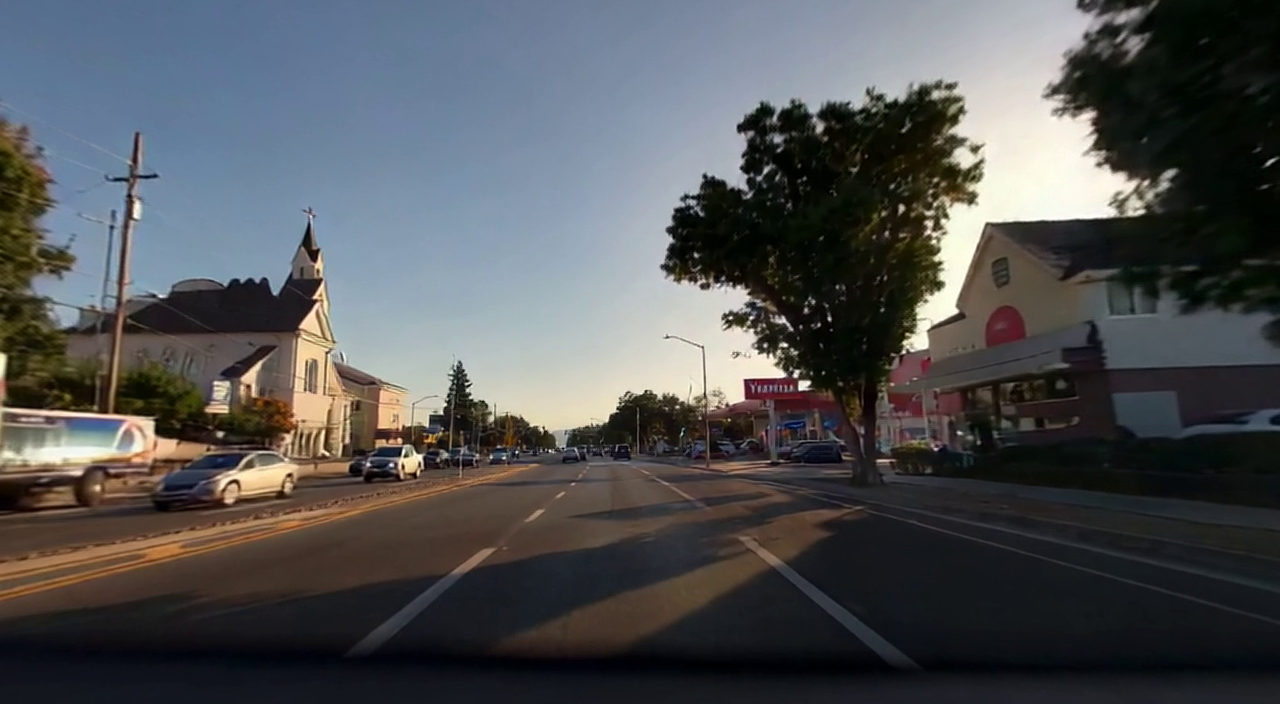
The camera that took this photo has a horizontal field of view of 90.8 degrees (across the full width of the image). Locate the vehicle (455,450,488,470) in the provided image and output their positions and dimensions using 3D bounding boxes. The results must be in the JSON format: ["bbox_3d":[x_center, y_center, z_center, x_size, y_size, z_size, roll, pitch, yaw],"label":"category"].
[{"bbox_3d":[-13.138,8.415,49.438,1.771,1.508,3.453,0,-9,-4],"label":"vehicle"}]

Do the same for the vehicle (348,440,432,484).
[{"bbox_3d":[-11.953,5.271,30.638,2.206,1.922,4.968,-1,-9,-2],"label":"vehicle"}]

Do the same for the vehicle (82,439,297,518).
[{"bbox_3d":[-11.252,3.154,16.353,2.134,1.705,4.710,0,-9,-1],"label":"vehicle"}]
